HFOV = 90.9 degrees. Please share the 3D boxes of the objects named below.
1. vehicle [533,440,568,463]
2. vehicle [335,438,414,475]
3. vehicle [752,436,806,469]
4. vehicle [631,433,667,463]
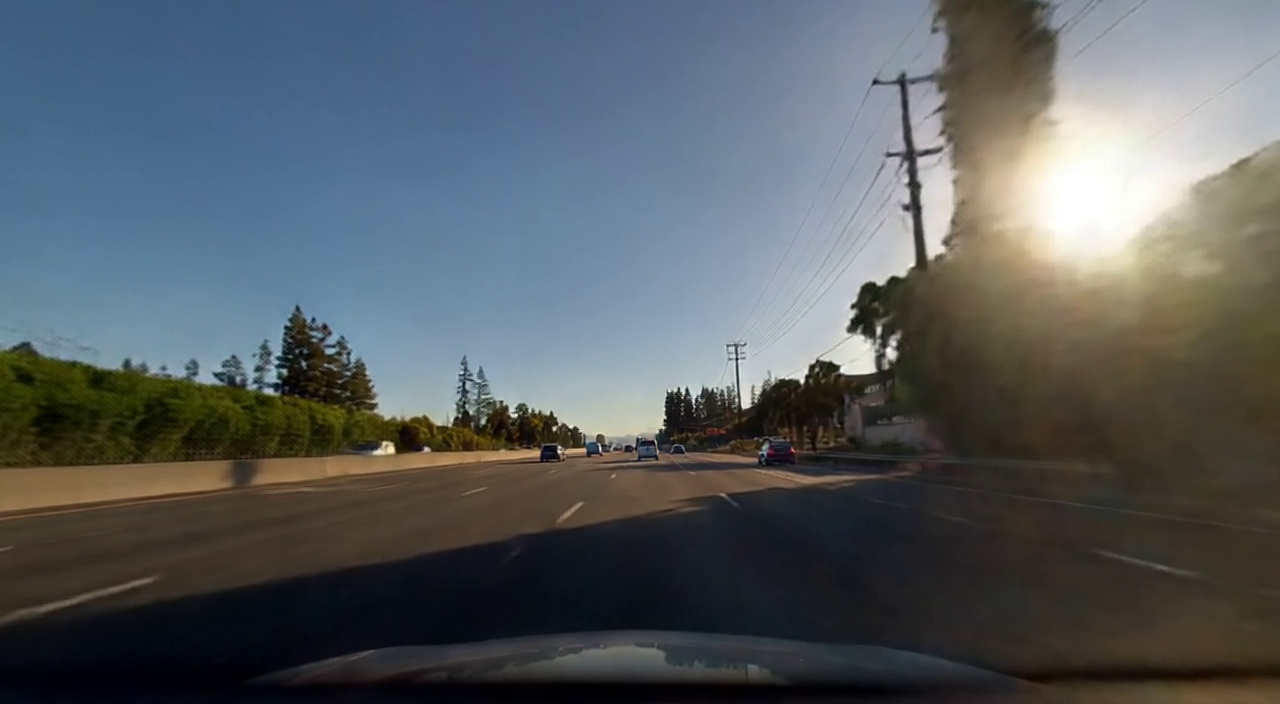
[{"bbox_3d":[-7.010,7.830,49.609,2.007,1.732,4.395,0,-8,1],"label":"vehicle"},{"bbox_3d":[-14.227,5.577,34.093,2.149,1.846,4.713,-1,-8,1],"label":"vehicle"},{"bbox_3d":[7.642,5.584,35.065,1.937,1.698,4.322,0,-8,-1],"label":"vehicle"},{"bbox_3d":[0.668,7.467,49.146,2.622,2.208,5.320,0,-8,0],"label":"vehicle"}]
